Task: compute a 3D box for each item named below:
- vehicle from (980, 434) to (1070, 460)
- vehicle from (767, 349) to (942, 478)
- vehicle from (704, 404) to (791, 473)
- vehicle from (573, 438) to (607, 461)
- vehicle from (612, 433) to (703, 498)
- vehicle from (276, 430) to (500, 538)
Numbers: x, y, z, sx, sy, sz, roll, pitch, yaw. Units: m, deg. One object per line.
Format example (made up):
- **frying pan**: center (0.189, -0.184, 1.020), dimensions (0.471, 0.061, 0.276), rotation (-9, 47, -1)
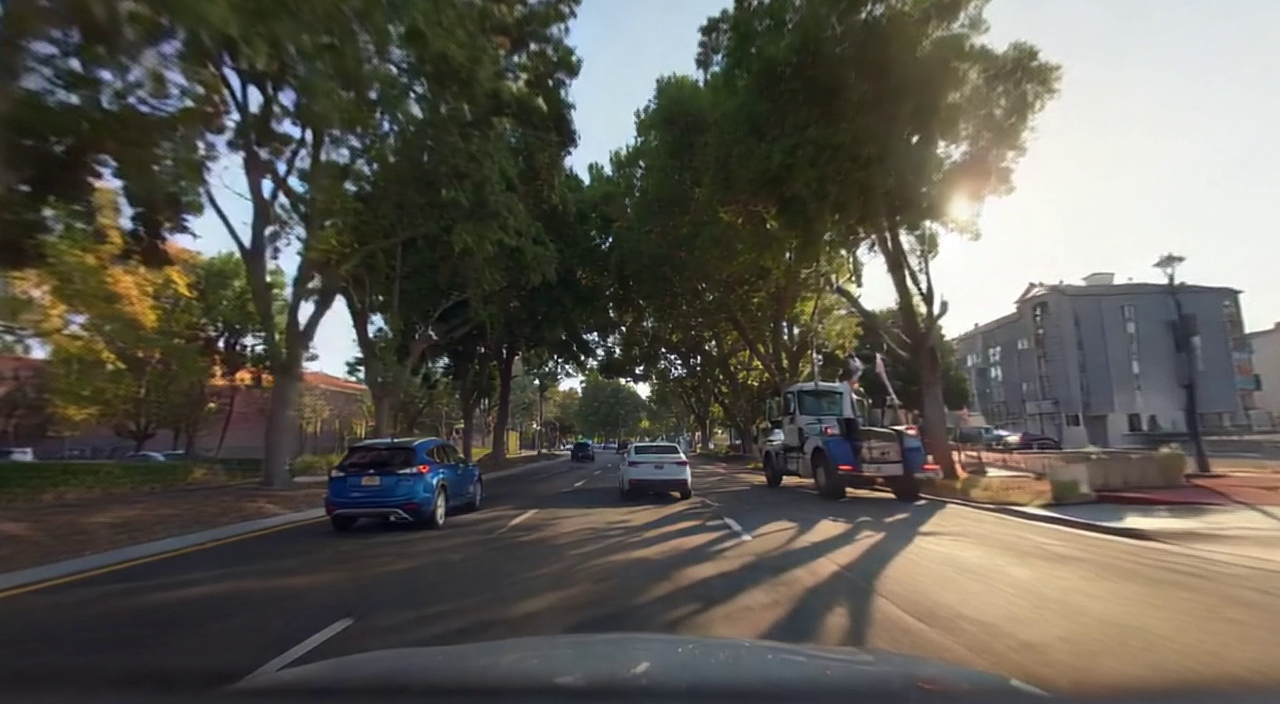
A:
- **vehicle**: center (25.152, 6.226, 41.402), dimensions (1.955, 1.599, 4.618), rotation (4, -9, -26)
- **vehicle**: center (5.685, 1.873, 17.950), dimensions (2.736, 3.078, 5.825), rotation (0, -8, -1)
- **vehicle**: center (5.529, 4.717, 34.387), dimensions (3.089, 3.258, 8.841), rotation (-1, -8, -1)
- **vehicle**: center (-3.666, 7.275, 47.076), dimensions (2.062, 1.641, 4.193), rotation (0, -8, 2)
- **vehicle**: center (0.389, 2.911, 16.495), dimensions (2.086, 1.466, 4.026), rotation (0, -8, 0)
- **vehicle**: center (-4.114, 2.225, 11.384), dimensions (2.003, 1.507, 4.808), rotation (0, -8, 1)
